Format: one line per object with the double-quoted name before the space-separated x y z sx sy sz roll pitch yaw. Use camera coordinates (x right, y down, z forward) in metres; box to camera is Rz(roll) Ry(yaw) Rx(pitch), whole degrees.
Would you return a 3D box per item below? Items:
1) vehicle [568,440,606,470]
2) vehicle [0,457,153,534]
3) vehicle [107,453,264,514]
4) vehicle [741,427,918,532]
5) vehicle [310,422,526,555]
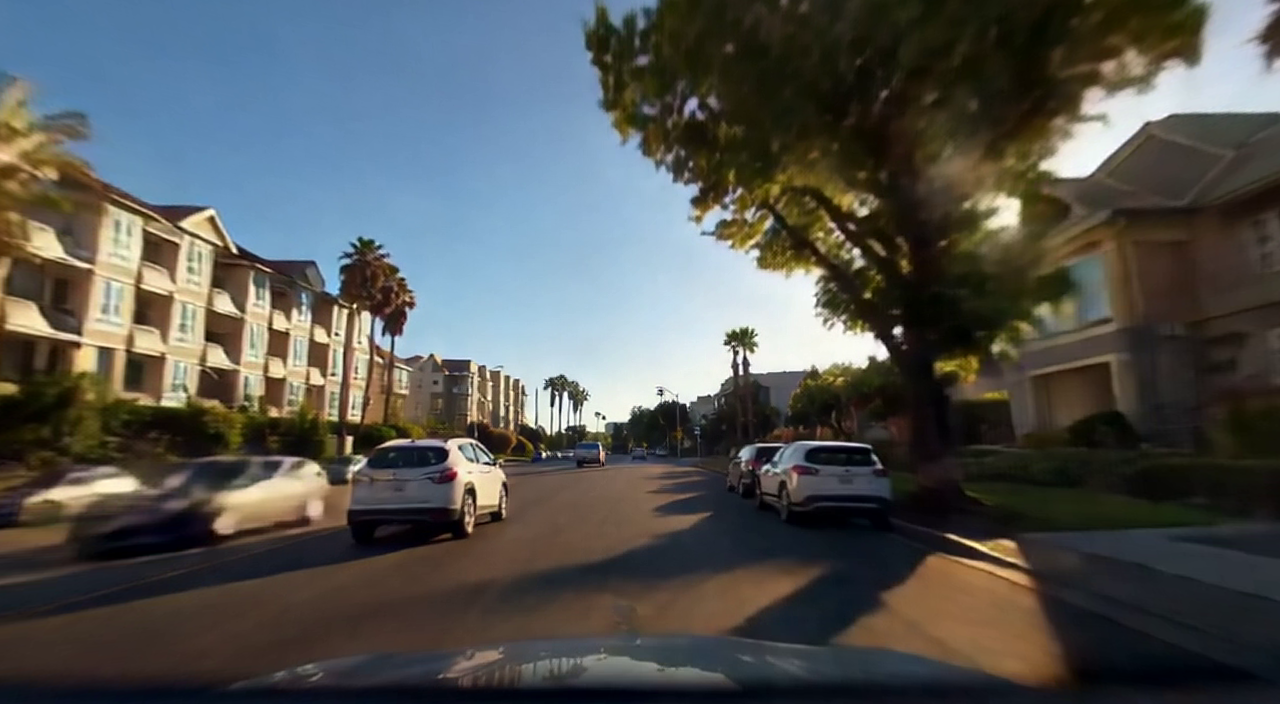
"vehicle" -3.408 6.721 41.277 1.994 1.810 5.057 0 -9 1
"vehicle" -13.731 3.167 14.394 1.787 1.461 4.367 0 -9 -2
"vehicle" -13.785 3.961 19.475 1.812 1.467 4.253 -4 -8 -2
"vehicle" 3.707 2.605 13.626 2.125 1.768 5.544 0 -9 0
"vehicle" -3.173 2.021 9.990 1.929 1.651 3.948 0 -9 0
